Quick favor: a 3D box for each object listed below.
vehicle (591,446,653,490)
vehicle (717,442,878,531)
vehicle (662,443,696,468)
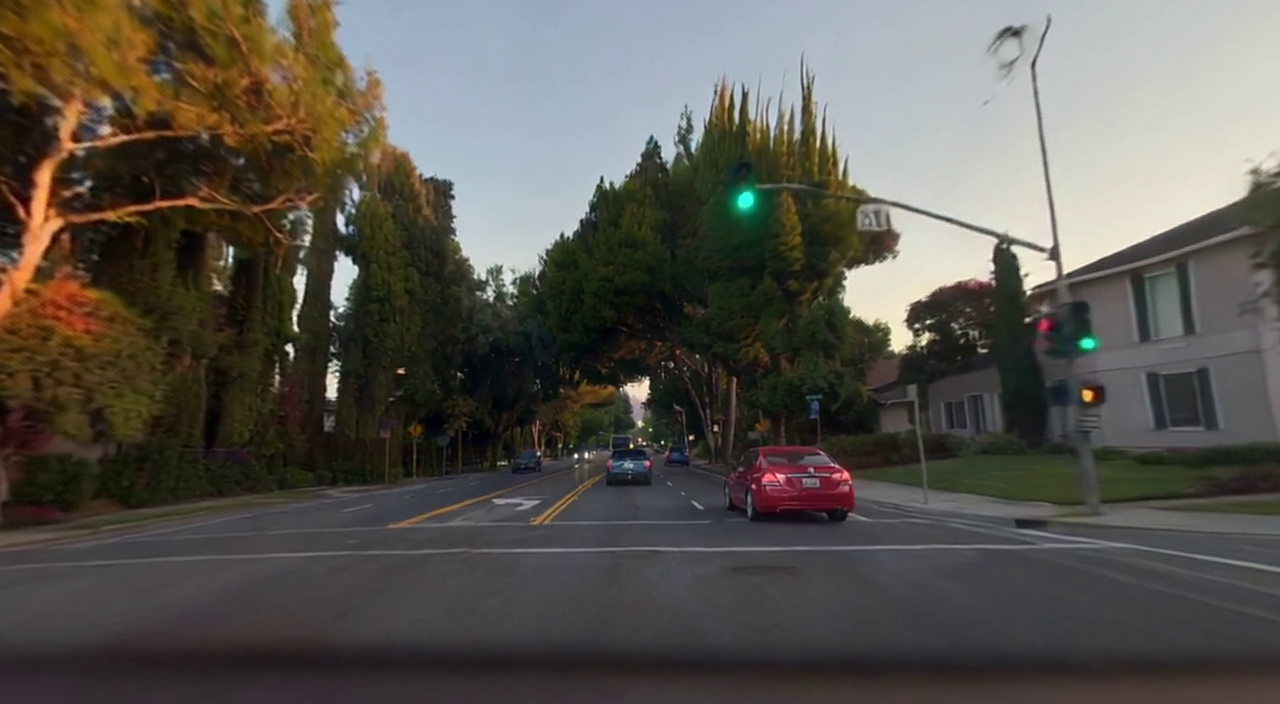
[{"bbox_3d":[-0.655,4.262,23.629,2.114,1.483,4.207,0,-8,-2],"label":"vehicle"},{"bbox_3d":[2.882,2.564,12.683,1.973,1.447,4.402,0,-9,-2],"label":"vehicle"},{"bbox_3d":[3.014,8.087,49.470,2.187,1.847,4.553,1,-9,-2],"label":"vehicle"}]
